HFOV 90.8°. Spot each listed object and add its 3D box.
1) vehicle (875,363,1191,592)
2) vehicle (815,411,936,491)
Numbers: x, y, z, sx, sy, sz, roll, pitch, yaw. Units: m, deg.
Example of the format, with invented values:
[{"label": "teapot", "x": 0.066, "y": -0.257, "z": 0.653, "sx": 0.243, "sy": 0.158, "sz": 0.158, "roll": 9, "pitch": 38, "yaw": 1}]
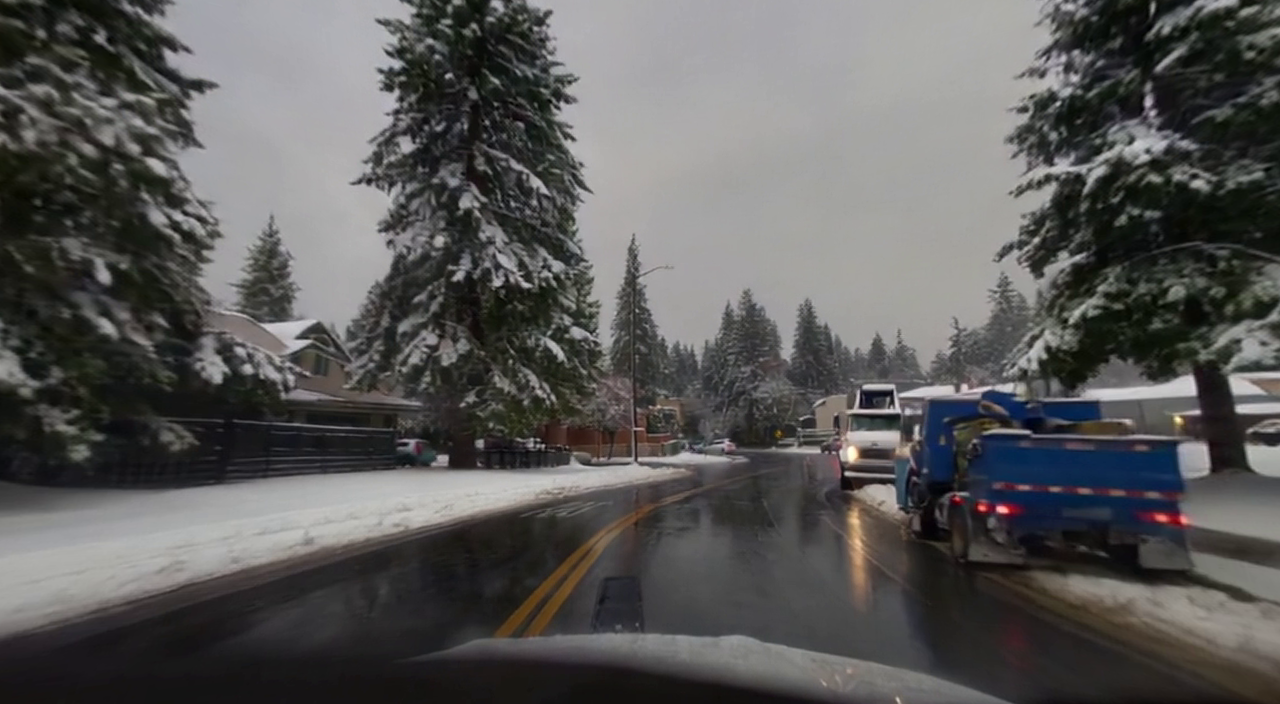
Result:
[{"label": "vehicle", "x": 4.480, "y": 1.464, "z": 7.897, "sx": 2.043, "sy": 2.250, "sz": 3.024, "roll": -1, "pitch": -9, "yaw": 5}, {"label": "vehicle", "x": 7.495, "y": 3.151, "z": 20.059, "sx": 2.874, "sy": 2.021, "sz": 7.293, "roll": -4, "pitch": -10, "yaw": 21}]
